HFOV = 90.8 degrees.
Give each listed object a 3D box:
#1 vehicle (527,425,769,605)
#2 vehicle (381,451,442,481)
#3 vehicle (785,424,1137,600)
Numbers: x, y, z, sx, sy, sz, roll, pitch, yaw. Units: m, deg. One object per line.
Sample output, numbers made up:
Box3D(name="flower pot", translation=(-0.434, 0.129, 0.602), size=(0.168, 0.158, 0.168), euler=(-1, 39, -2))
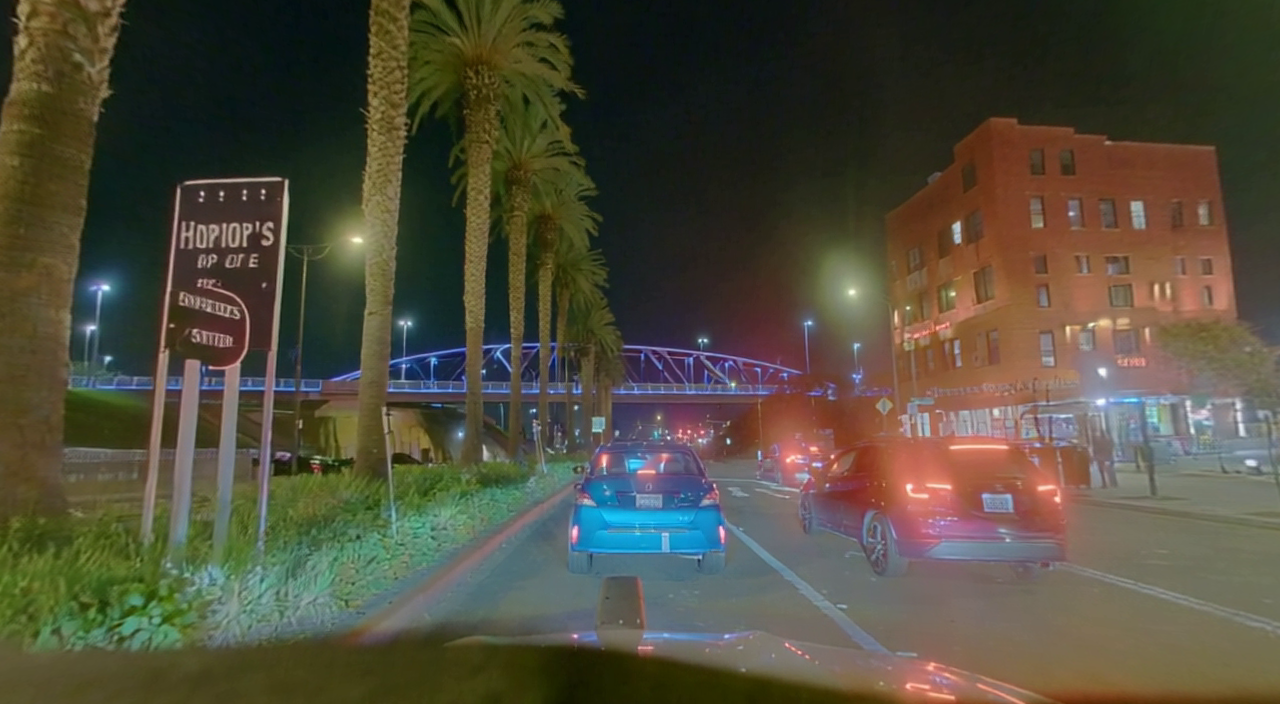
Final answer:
Box3D(name="vehicle", translation=(0.064, 1.661, 7.255), size=(2.048, 1.503, 3.681), euler=(0, -9, 0))
Box3D(name="vehicle", translation=(-14.945, 7.478, 41.682), size=(2.104, 1.802, 4.852), euler=(0, -9, 1))
Box3D(name="vehicle", translation=(3.285, 1.714, 7.709), size=(1.920, 1.490, 4.417), euler=(0, -9, -1))
